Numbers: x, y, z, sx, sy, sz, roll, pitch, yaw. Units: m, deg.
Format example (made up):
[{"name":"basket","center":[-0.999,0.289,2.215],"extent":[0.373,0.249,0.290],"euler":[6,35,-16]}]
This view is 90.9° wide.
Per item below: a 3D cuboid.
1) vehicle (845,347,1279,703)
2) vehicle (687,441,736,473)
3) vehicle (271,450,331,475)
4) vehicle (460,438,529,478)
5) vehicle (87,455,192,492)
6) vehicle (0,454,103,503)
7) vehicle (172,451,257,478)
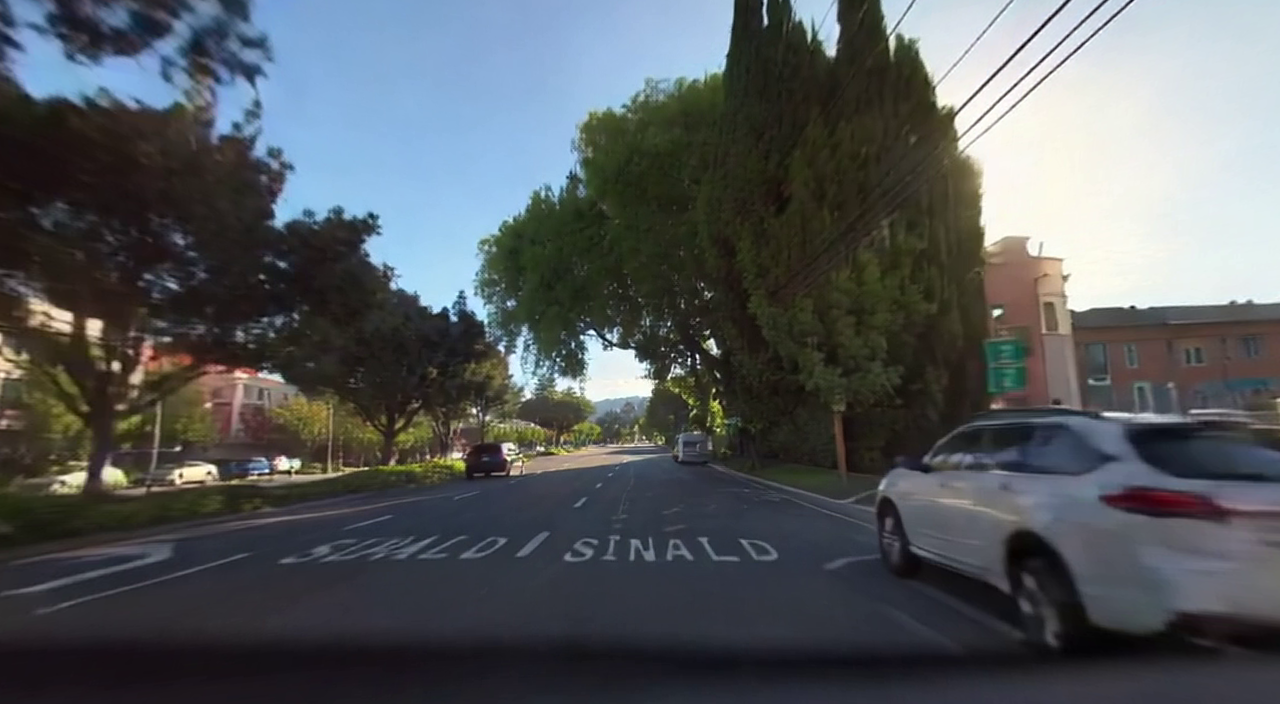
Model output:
[{"name":"vehicle","center":[3.505,1.240,5.291],"extent":[2.104,1.915,4.343],"euler":[0,-8,0]},{"name":"vehicle","center":[3.757,5.601,33.988],"extent":[2.048,1.556,4.753],"euler":[0,-8,0]},{"name":"vehicle","center":[-25.673,8.369,47.947],"extent":[1.959,1.707,4.481],"euler":[0,-8,1]},{"name":"vehicle","center":[-6.555,4.815,28.943],"extent":[2.000,1.671,4.497],"euler":[0,-8,1]},{"name":"vehicle","center":[-25.743,6.248,32.682],"extent":[1.857,1.472,4.422],"euler":[-5,-8,1]},{"name":"vehicle","center":[-25.738,5.328,26.539],"extent":[2.132,1.492,4.734],"euler":[-4,-4,1]},{"name":"vehicle","center":[-25.689,6.871,38.265],"extent":[1.935,1.487,4.600],"euler":[-1,-11,0]}]
